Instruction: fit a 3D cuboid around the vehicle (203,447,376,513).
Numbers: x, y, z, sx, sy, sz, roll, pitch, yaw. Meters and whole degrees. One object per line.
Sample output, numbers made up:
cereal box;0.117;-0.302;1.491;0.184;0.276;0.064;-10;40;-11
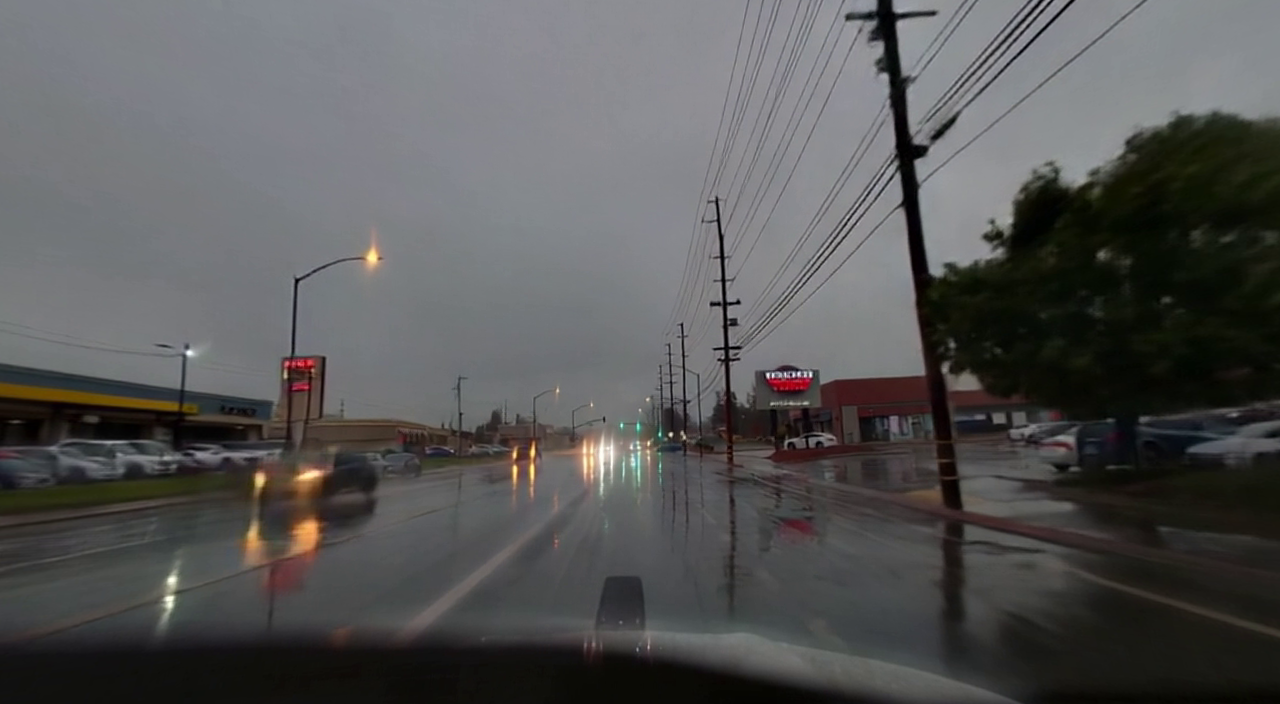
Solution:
vehicle;-9.123;3.336;17.025;1.988;1.472;4.633;0;-8;1

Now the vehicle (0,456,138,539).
vehicle;-13.852;3.162;14.028;1.891;1.565;4.315;1;-8;-1

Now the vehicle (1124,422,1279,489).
vehicle;14.192;2.390;14.912;3.943;1.370;1.913;-2;-8;-2
